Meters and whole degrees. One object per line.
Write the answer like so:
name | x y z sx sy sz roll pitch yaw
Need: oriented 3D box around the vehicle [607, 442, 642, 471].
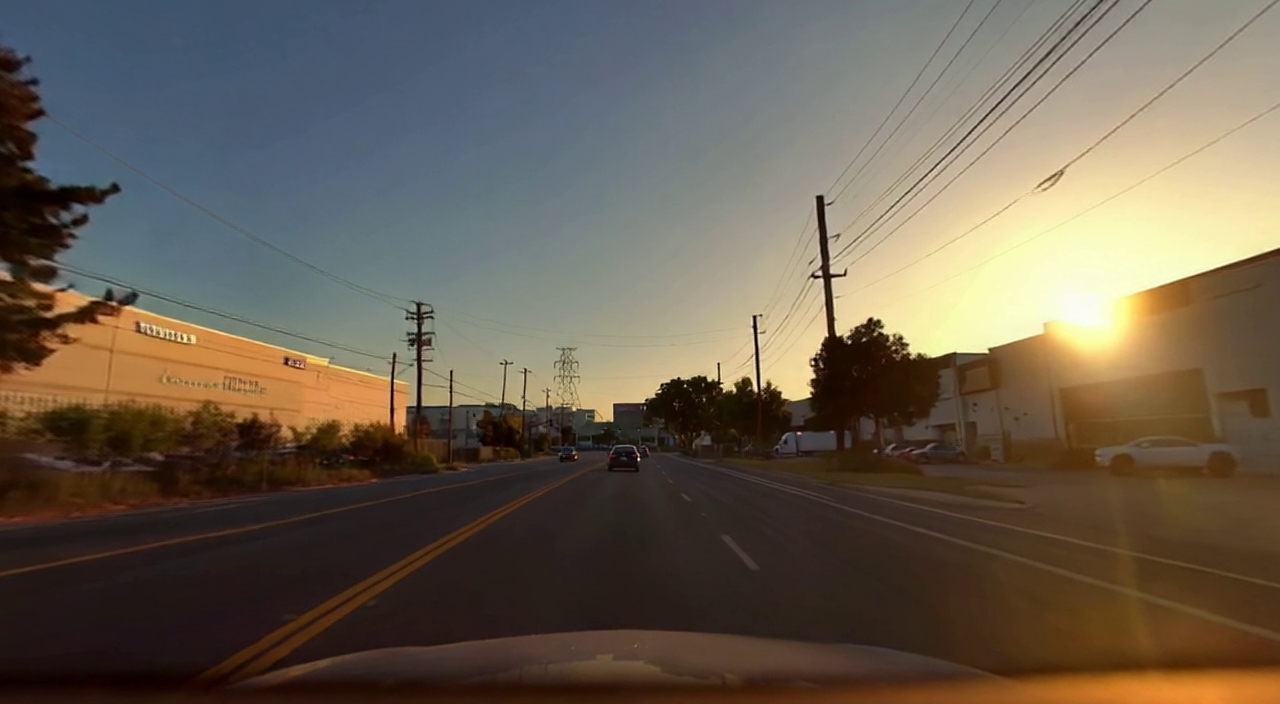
vehicle | -0.875 6.149 37.170 1.937 1.588 3.746 0 -9 0

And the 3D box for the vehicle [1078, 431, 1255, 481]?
vehicle | 23.366 4.647 28.263 5.669 2.073 2.297 -1 -9 2

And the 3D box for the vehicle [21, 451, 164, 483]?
vehicle | -26.384 5.537 30.619 4.728 1.431 2.287 0 -9 -2
